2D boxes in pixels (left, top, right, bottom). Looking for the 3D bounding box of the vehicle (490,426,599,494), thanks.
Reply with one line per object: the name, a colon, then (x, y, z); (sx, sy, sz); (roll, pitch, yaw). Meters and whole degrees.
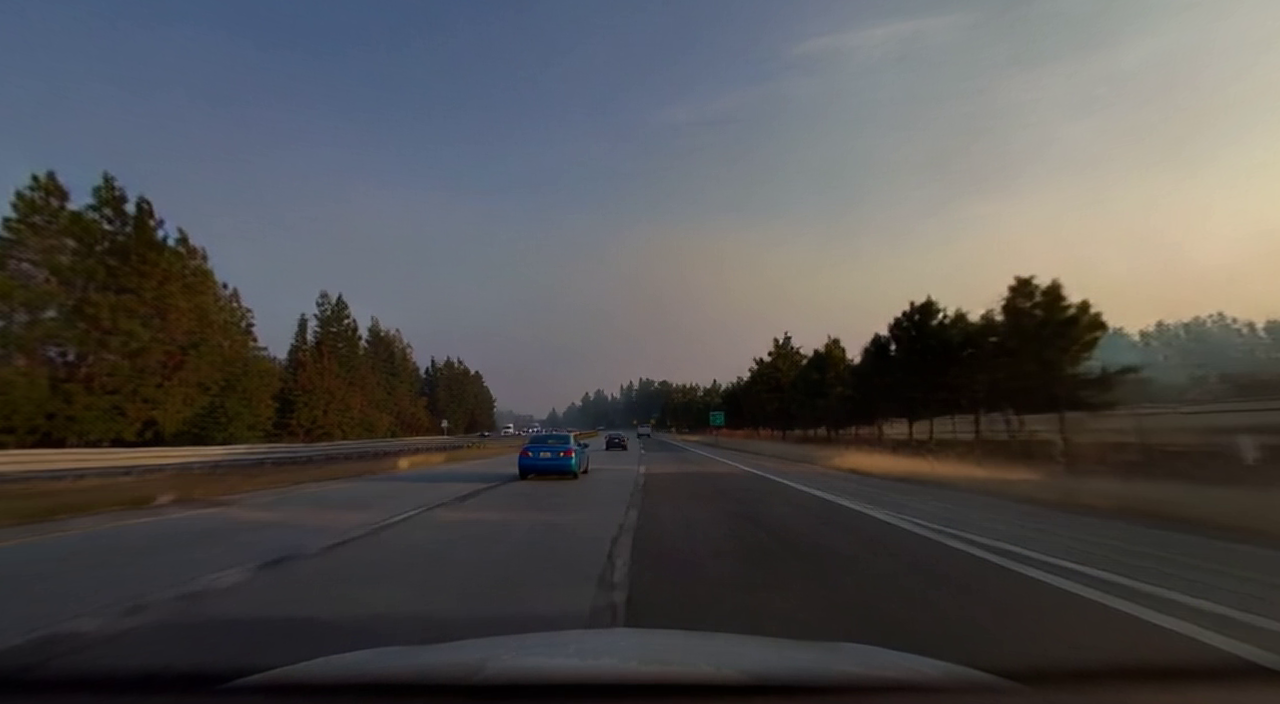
vehicle: (-2.211, 2.626, 15.781); (1.977, 1.443, 4.225); (0, -8, 1)
